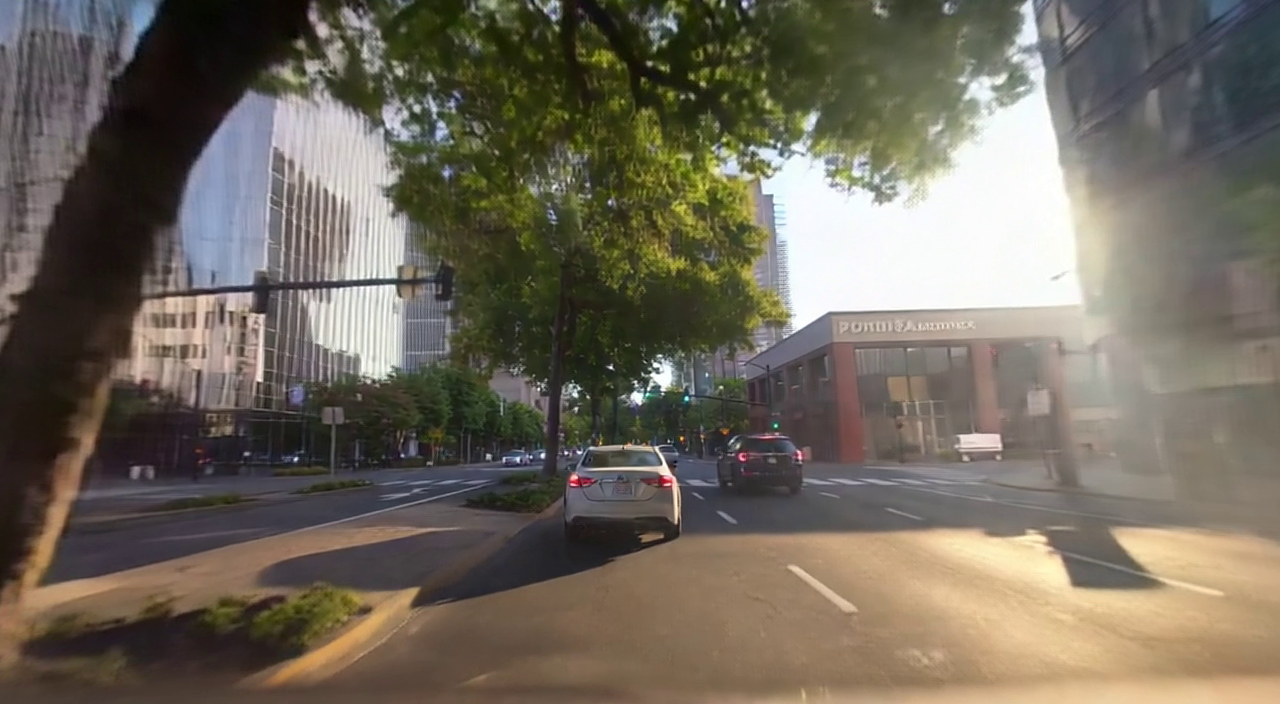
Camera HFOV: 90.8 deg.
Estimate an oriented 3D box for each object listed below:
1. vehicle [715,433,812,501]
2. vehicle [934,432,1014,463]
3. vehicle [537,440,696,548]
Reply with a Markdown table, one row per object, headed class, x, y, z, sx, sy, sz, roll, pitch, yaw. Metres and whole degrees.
| class | x | y | z | sx | sy | sz | roll | pitch | yaw |
| --- | --- | --- | --- | --- | --- | --- | --- | --- | --- |
| vehicle | 3.590 | 3.376 | 19.156 | 2.078 | 1.799 | 4.089 | 1 | -8 | -1 |
| vehicle | 24.281 | 7.015 | 46.080 | 4.384 | 2.000 | 2.345 | 1 | -13 | -4 |
| vehicle | -0.346 | 2.207 | 10.589 | 2.144 | 1.398 | 3.963 | 1 | -8 | -1 |
